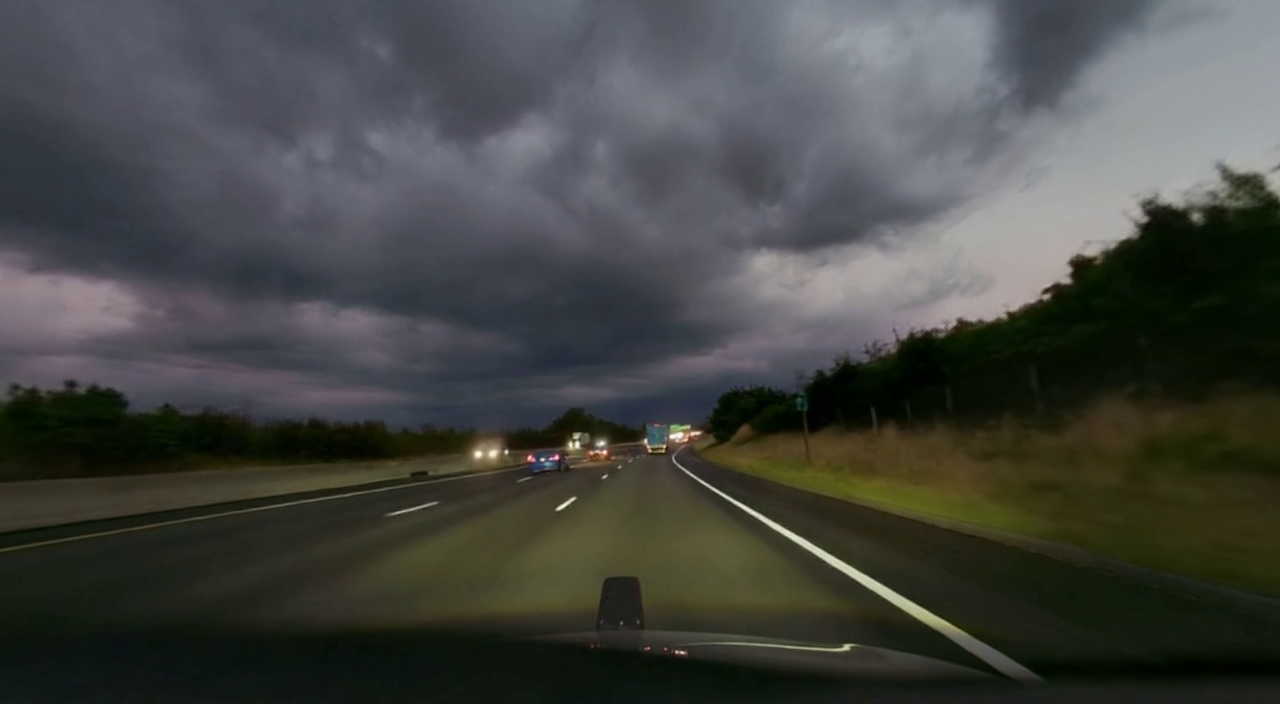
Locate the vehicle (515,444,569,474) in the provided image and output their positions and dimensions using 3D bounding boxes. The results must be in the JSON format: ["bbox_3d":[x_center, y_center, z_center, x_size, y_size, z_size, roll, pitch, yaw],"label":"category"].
[{"bbox_3d":[-5.031,5.556,32.979,2.078,1.469,4.371,0,-9,0],"label":"vehicle"}]
